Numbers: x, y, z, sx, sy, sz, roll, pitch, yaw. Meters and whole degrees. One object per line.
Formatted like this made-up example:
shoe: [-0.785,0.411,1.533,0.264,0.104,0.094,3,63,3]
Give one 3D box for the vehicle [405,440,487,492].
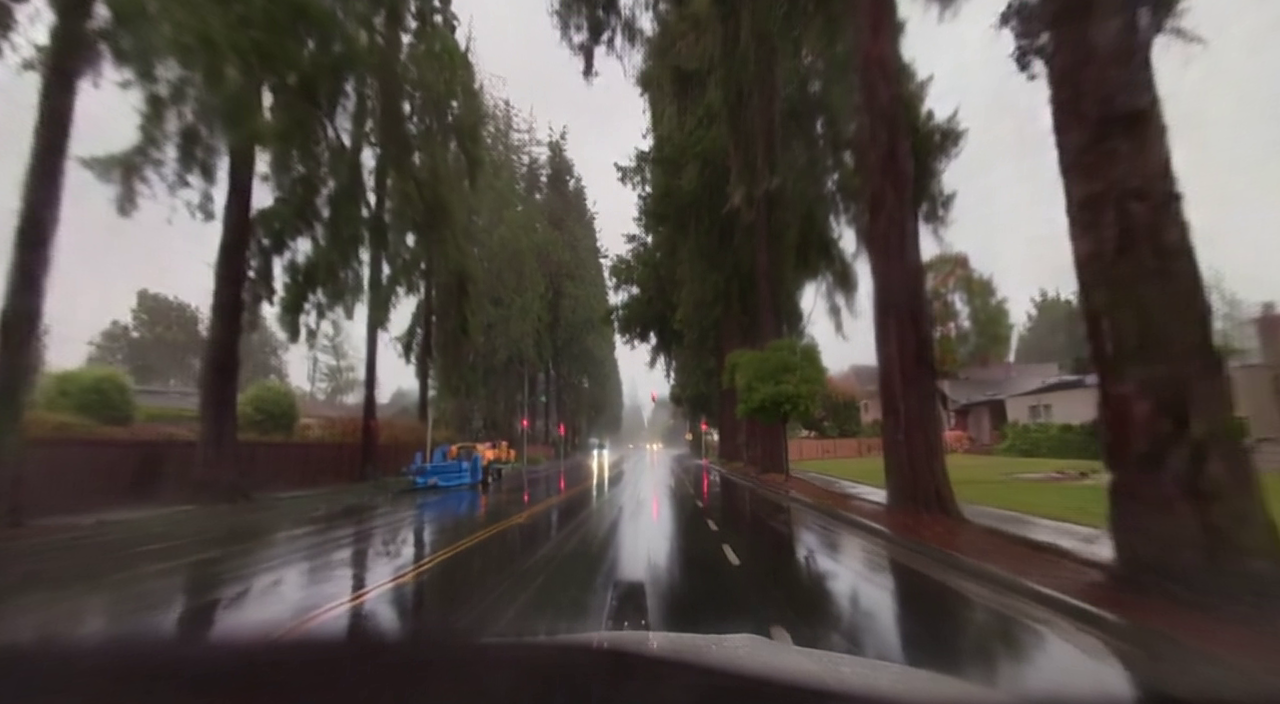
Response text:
vehicle: [-8.312,4.874,27.449,1.998,1.814,4.559,-4,-7,1]
